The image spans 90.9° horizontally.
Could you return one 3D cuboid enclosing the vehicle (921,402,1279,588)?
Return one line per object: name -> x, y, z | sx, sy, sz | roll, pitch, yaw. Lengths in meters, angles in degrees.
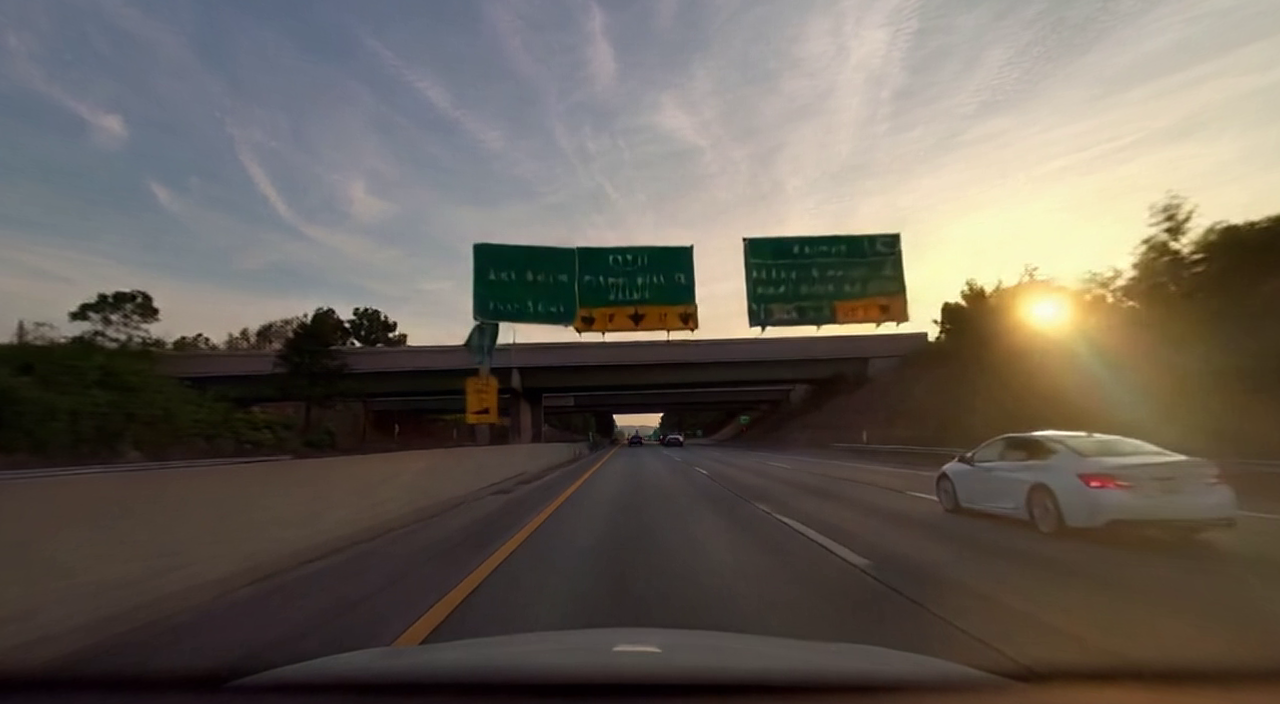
vehicle -> 5.340, 1.501, 7.525 | 1.940, 1.578, 4.122 | 0, -8, -2
